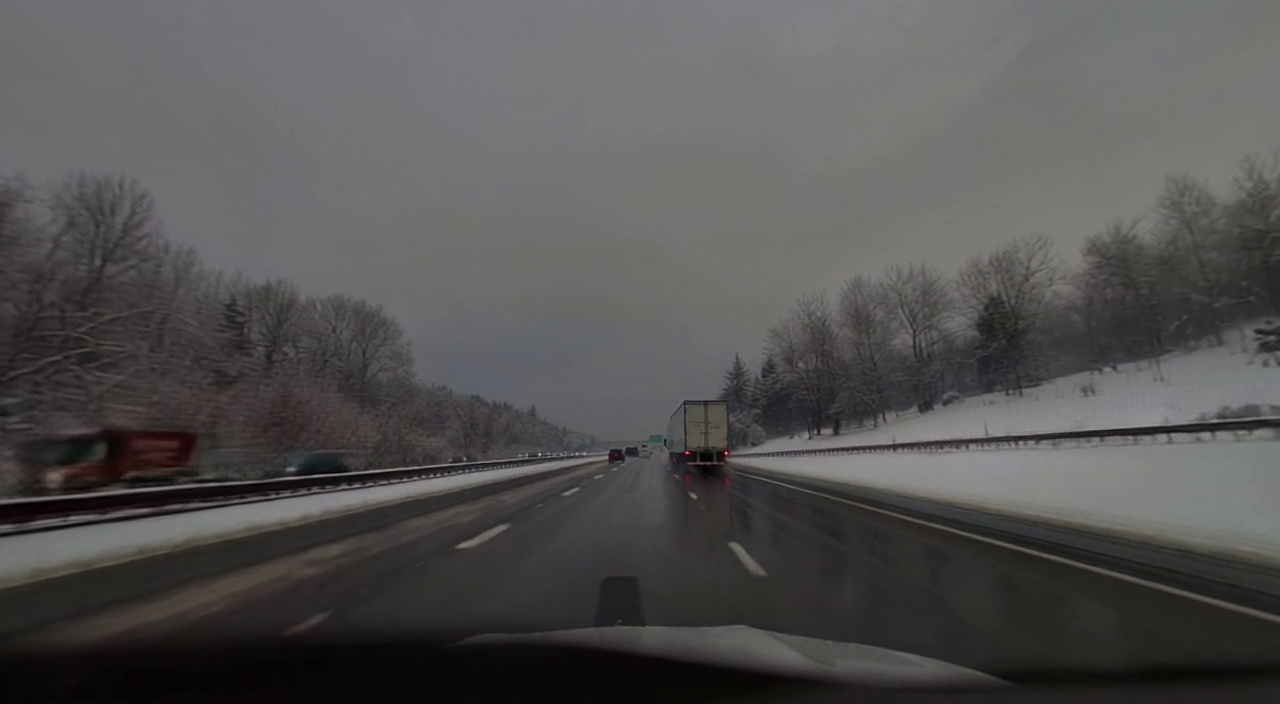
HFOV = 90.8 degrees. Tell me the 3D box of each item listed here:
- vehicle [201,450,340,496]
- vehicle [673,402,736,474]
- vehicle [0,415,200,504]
[{"bbox_3d":[-13.220,4.352,23.016,2.001,1.480,4.758,0,-9,2],"label":"vehicle"},{"bbox_3d":[3.954,5.979,42.583,2.901,4.032,14.338,0,-9,1],"label":"vehicle"},{"bbox_3d":[-20.264,4.001,23.756,2.609,2.874,6.399,0,-9,1],"label":"vehicle"}]
